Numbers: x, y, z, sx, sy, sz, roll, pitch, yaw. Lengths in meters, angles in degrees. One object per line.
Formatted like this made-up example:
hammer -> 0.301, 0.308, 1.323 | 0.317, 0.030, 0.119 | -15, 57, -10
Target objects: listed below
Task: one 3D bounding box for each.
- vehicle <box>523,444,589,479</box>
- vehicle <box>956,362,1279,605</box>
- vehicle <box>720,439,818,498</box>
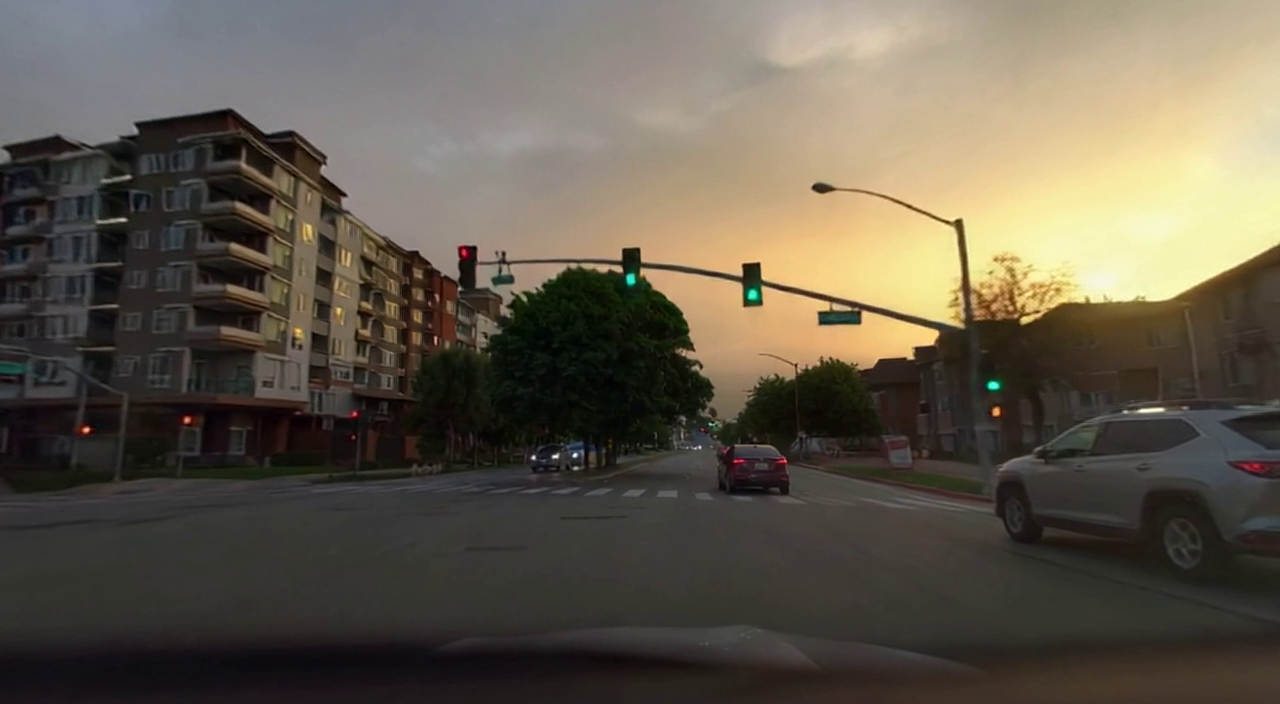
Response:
vehicle -> -3.828, 5.076, 29.596 | 2.032, 1.484, 4.437 | -1, -9, 6
vehicle -> 6.584, 1.480, 7.730 | 2.427, 2.017, 5.763 | 0, -9, 0
vehicle -> 3.578, 3.320, 18.423 | 2.003, 1.480, 4.494 | 0, -9, 1
